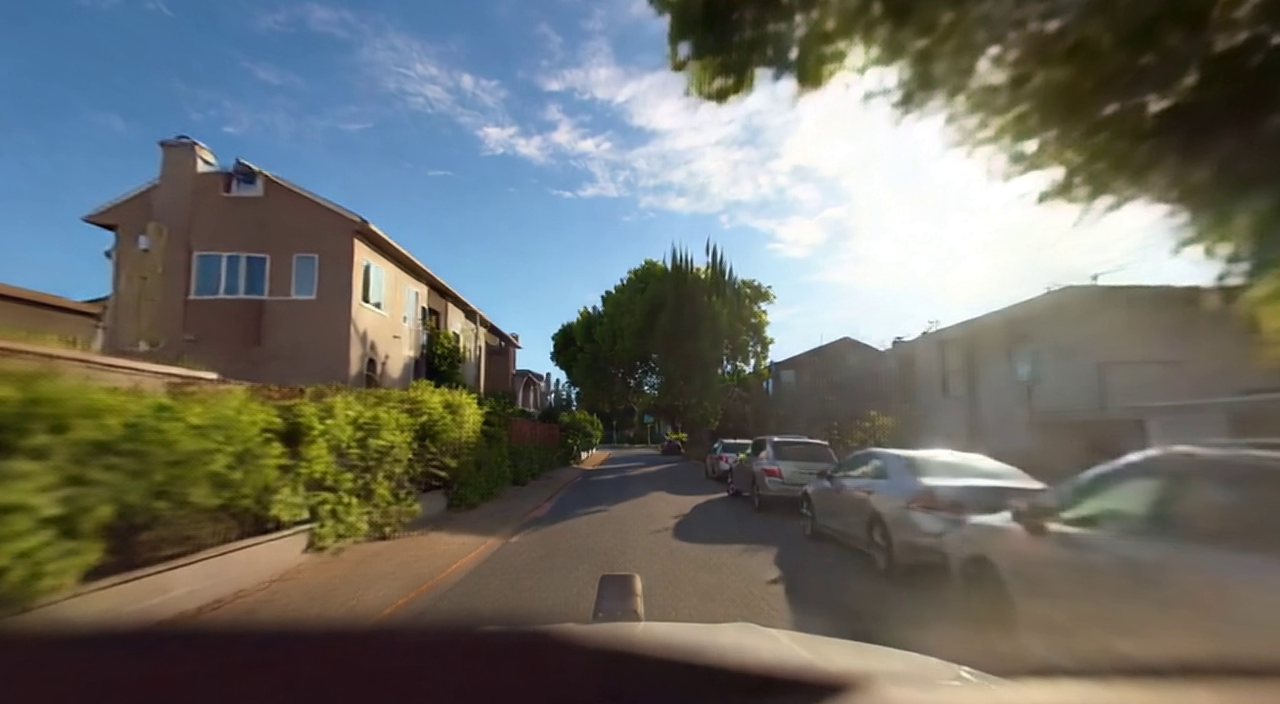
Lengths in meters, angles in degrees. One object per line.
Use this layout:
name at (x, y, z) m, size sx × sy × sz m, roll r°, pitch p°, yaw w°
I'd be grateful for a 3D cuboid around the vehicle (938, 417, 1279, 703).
vehicle at (3.318, 1.096, 3.034) m, size 2.036 × 1.510 × 3.505 m, roll 0°, pitch -7°, yaw 0°
